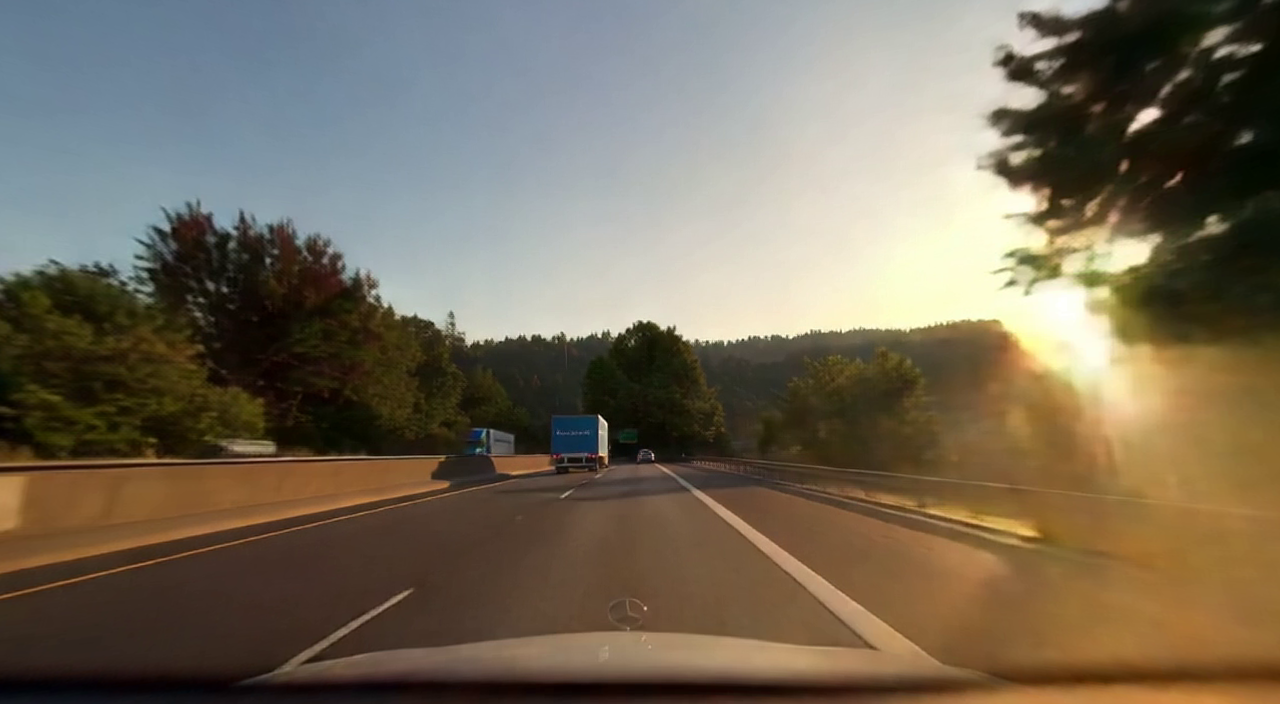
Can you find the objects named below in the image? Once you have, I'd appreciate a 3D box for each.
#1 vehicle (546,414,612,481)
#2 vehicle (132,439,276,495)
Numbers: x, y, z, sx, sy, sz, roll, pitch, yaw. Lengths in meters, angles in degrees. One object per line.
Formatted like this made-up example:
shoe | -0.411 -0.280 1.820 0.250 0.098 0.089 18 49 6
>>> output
vehicle | -3.036 5.048 33.286 2.695 3.151 6.885 0 -9 0
vehicle | -16.917 4.449 24.839 2.052 1.943 4.963 0 -9 1
